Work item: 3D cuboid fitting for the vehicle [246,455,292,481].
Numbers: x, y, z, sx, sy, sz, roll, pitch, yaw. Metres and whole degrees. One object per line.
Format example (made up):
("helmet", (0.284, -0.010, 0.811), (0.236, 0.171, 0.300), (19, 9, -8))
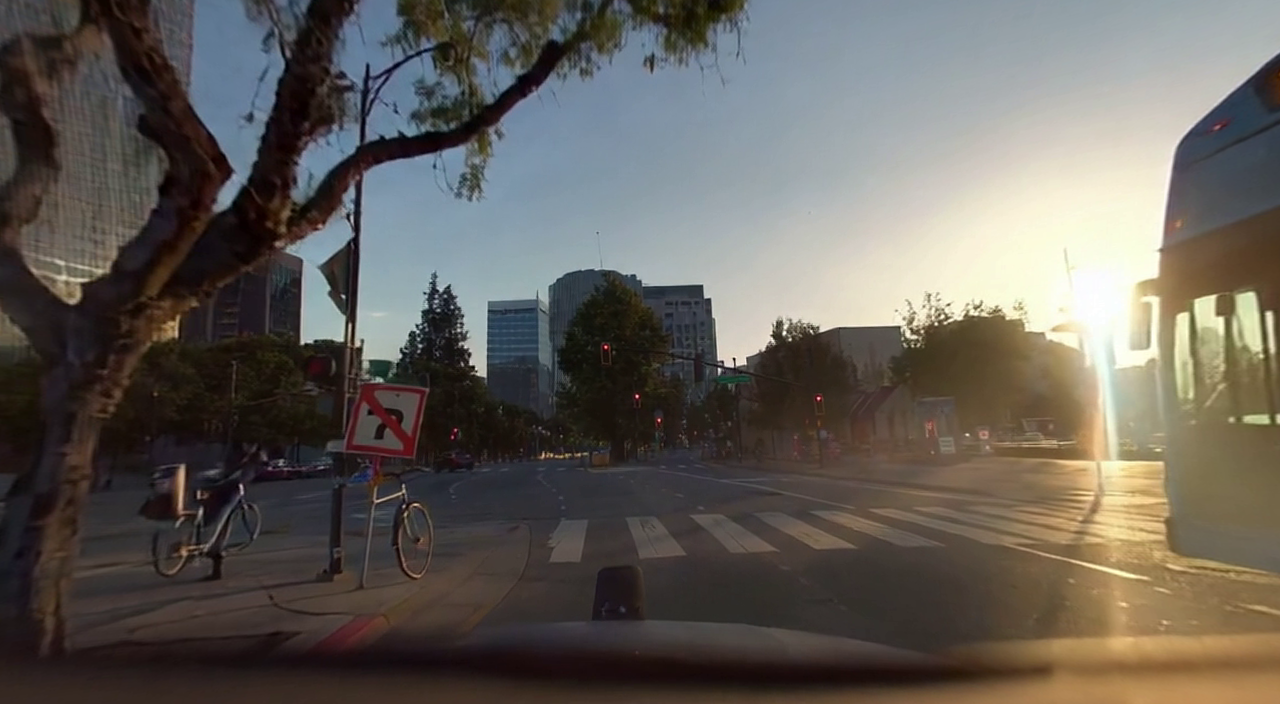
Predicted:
("vehicle", (-28.635, 8.869, 48.652), (2.199, 1.838, 4.222), (7, -11, -40))

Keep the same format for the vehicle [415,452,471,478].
("vehicle", (-12.566, 7.118, 40.118), (2.123, 1.544, 4.158), (6, -11, -36))
